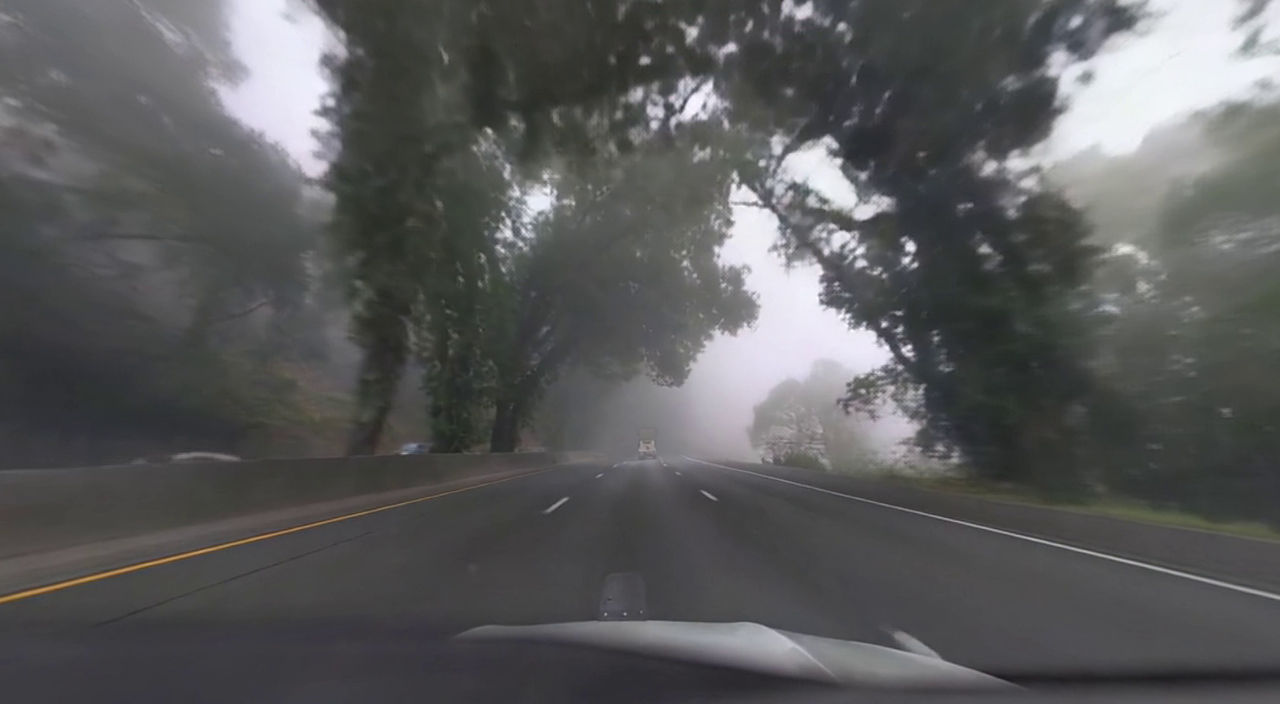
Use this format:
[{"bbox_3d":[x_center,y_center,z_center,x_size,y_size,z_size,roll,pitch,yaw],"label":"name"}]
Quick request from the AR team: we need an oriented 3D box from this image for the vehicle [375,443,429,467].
[{"bbox_3d":[-18.652,8.100,49.703,2.144,1.802,4.976,0,-9,2],"label":"vehicle"}]

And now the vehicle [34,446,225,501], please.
[{"bbox_3d":[-15.876,3.776,20.055,1.942,1.504,4.894,0,-9,1],"label":"vehicle"}]
